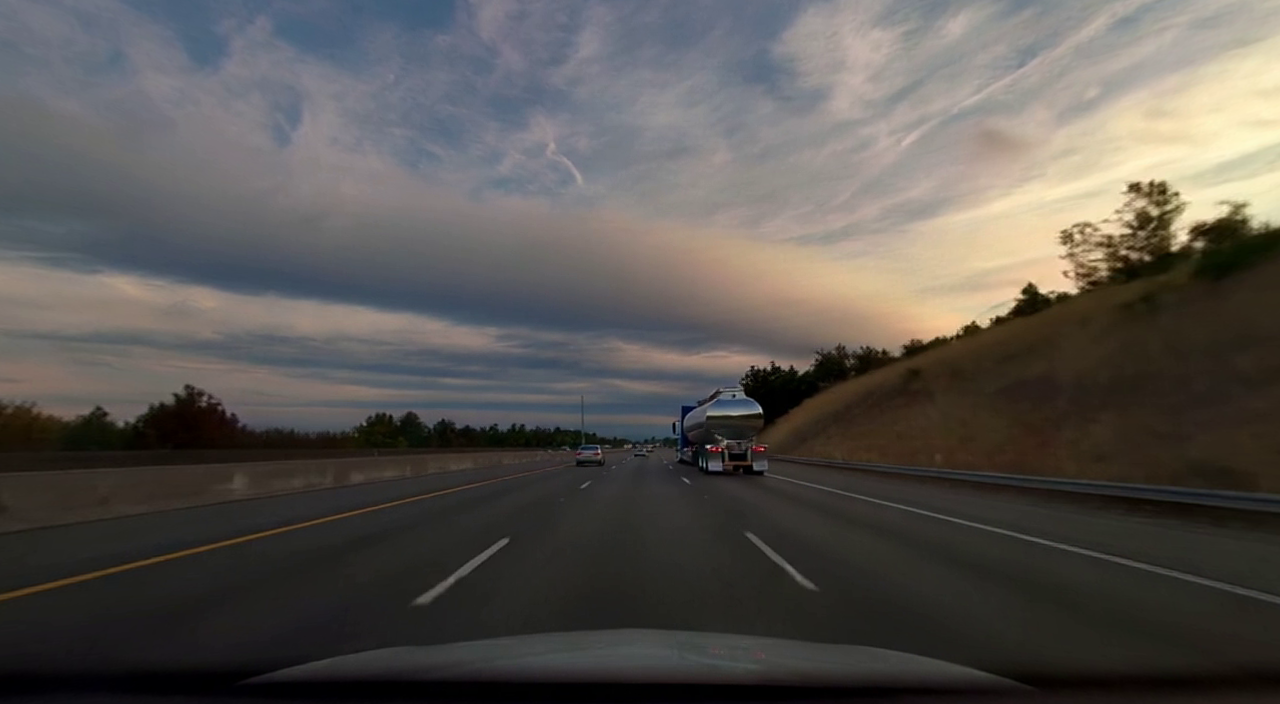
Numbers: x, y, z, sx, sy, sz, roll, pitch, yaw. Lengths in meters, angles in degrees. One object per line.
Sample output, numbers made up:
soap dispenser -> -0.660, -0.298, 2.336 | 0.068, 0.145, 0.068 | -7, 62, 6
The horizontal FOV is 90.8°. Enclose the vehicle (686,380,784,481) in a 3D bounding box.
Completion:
vehicle -> 3.892, 3.664, 28.445 | 2.759, 3.734, 9.708 | 0, -9, -1

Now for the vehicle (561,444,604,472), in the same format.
vehicle -> -3.249, 6.084, 36.422 | 1.986, 1.458, 4.506 | 0, -9, 1
